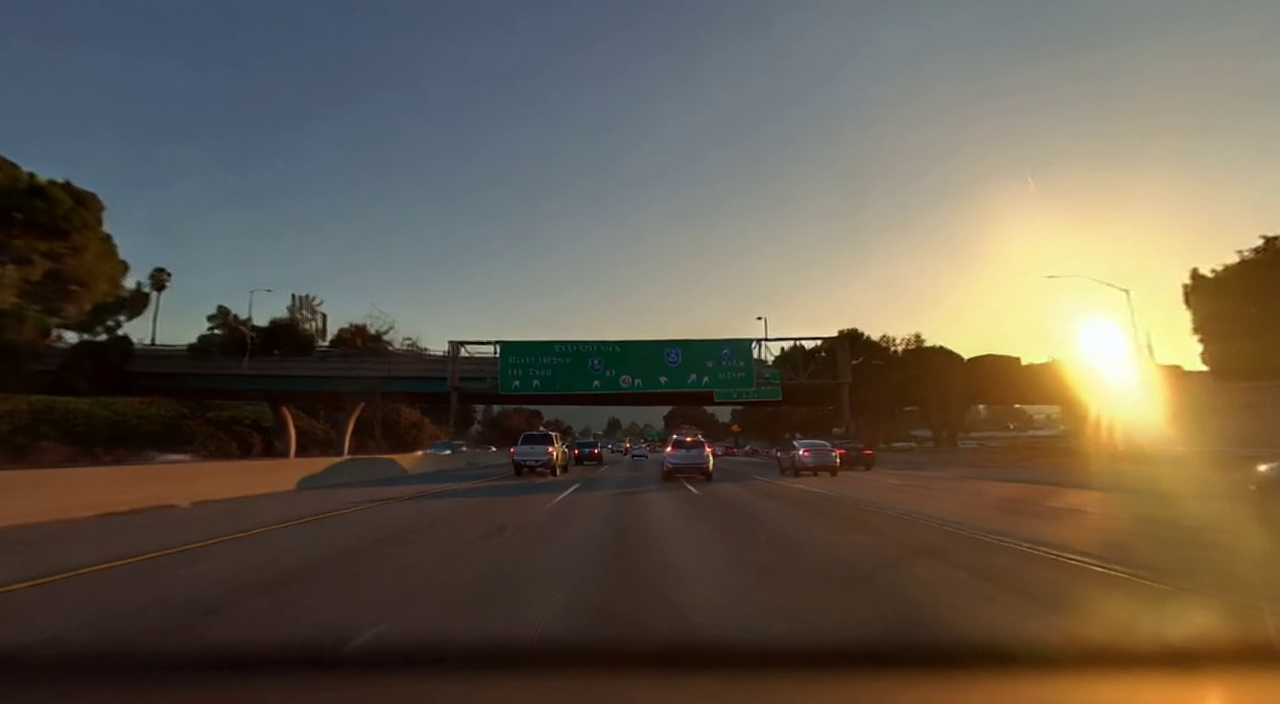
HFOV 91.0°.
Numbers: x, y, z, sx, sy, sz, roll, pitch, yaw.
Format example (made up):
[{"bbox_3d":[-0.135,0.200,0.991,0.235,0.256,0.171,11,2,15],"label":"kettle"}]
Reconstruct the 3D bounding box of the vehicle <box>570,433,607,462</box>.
[{"bbox_3d":[-3.902,7.412,48.948,2.317,2.049,5.746,0,-8,1],"label":"vehicle"}]

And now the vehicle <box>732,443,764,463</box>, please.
[{"bbox_3d":[8.287,7.767,48.600,1.815,1.479,3.892,0,-8,1],"label":"vehicle"}]

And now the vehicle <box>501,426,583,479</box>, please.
[{"bbox_3d":[-3.572,3.806,23.981,2.199,1.777,4.790,0,-8,2],"label":"vehicle"}]

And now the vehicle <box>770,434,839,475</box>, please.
[{"bbox_3d":[7.253,4.557,28.137,2.022,1.682,4.226,0,-8,1],"label":"vehicle"}]

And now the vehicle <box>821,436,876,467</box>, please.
[{"bbox_3d":[12.800,6.147,38.932,2.010,1.765,4.375,0,-8,1],"label":"vehicle"}]

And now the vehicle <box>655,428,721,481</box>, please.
[{"bbox_3d":[1.668,3.694,22.895,2.181,1.728,3.970,0,-8,2],"label":"vehicle"}]

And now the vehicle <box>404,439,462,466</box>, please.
[{"bbox_3d":[-13.270,6.453,40.631,1.960,1.588,4.540,0,-9,3],"label":"vehicle"}]
